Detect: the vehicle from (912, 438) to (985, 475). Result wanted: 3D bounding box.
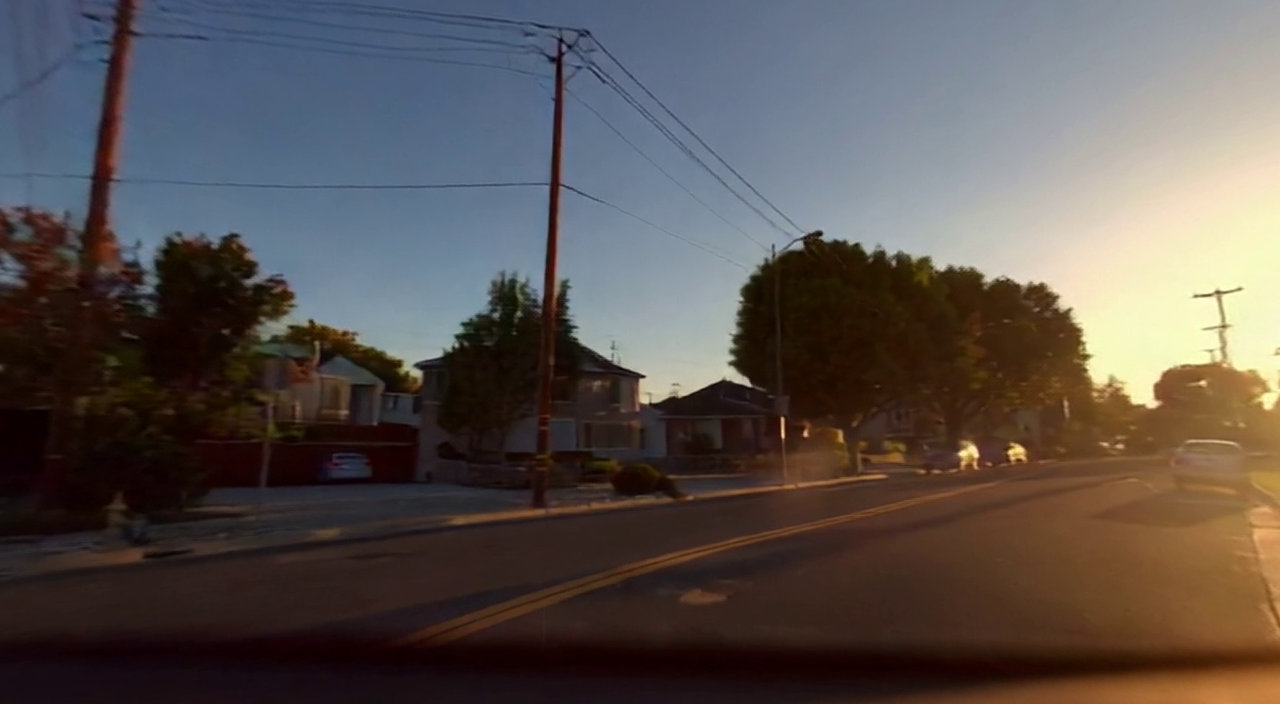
[{"bbox_3d":[16.072,5.397,32.739,2.027,1.695,4.437,-13,-15,41],"label":"vehicle"}]

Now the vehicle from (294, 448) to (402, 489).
[{"bbox_3d":[-12.449,4.934,27.005,3.784,1.532,1.650,6,-11,-42],"label":"vehicle"}]

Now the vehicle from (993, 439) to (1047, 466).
[{"bbox_3d":[26.913,7.098,44.567,2.120,1.799,5.370,-9,-13,41],"label":"vehicle"}]

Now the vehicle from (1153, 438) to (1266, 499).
[{"bbox_3d":[16.267,3.271,18.001,2.014,1.482,4.599,-8,-12,42],"label":"vehicle"}]
